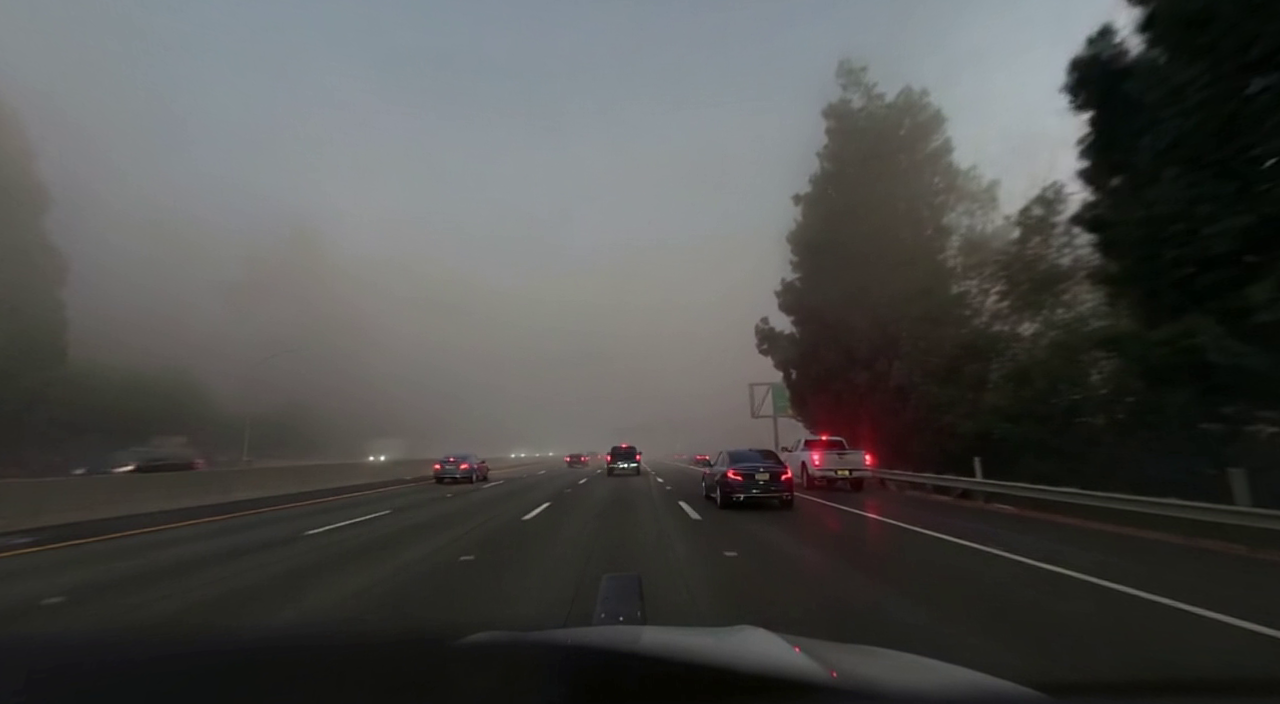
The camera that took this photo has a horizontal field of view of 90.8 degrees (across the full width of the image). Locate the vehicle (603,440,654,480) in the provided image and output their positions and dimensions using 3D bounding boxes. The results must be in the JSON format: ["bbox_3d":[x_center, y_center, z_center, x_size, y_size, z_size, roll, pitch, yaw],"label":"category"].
[{"bbox_3d":[-0.535,5.323,31.505,2.323,1.805,4.729,0,-8,0],"label":"vehicle"}]

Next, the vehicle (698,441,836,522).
[{"bbox_3d":[2.528,2.688,13.757,2.011,1.462,4.286,0,-8,-1],"label":"vehicle"}]

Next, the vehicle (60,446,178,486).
[{"bbox_3d":[-22.790,4.964,27.841,1.786,1.622,3.932,0,-9,0],"label":"vehicle"}]

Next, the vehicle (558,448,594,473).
[{"bbox_3d":[-4.157,7.077,41.475,1.935,1.487,4.076,0,-8,0],"label":"vehicle"}]

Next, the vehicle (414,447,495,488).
[{"bbox_3d":[-7.378,4.627,25.605,1.920,1.482,4.385,0,-8,0],"label":"vehicle"}]

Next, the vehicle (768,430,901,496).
[{"bbox_3d":[6.375,3.732,21.750,2.635,1.919,5.907,0,-8,-1],"label":"vehicle"}]
